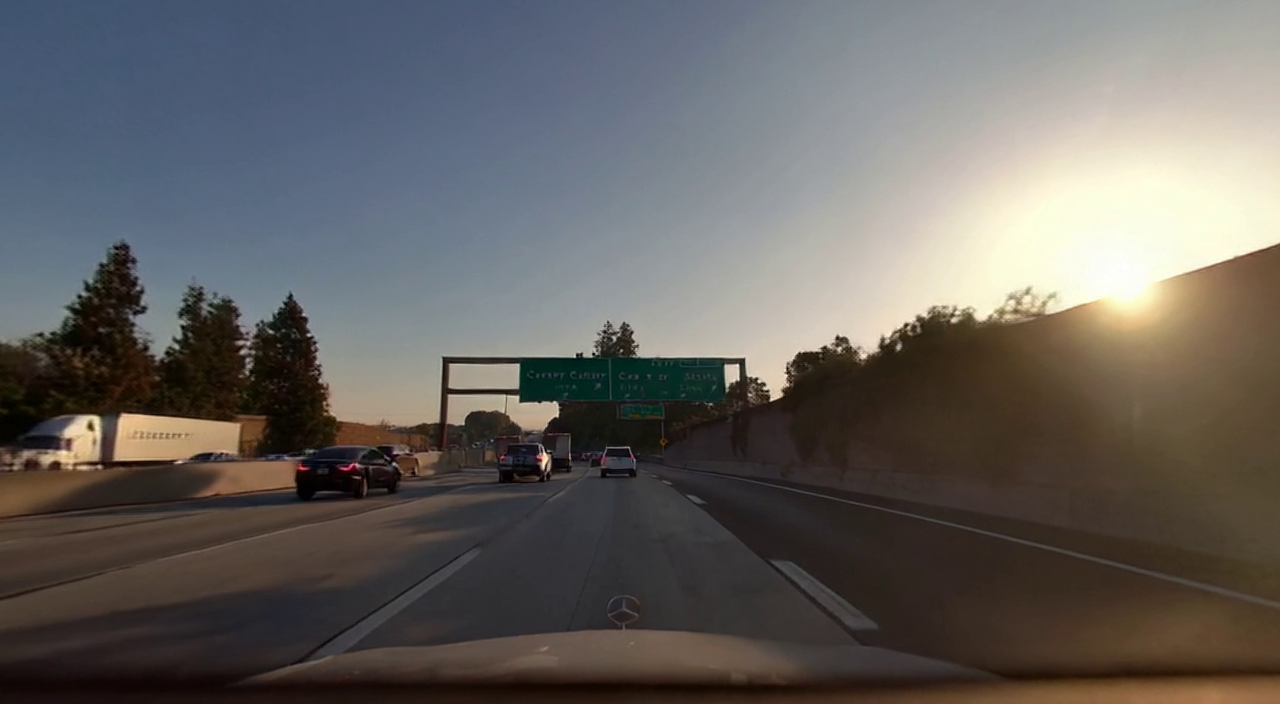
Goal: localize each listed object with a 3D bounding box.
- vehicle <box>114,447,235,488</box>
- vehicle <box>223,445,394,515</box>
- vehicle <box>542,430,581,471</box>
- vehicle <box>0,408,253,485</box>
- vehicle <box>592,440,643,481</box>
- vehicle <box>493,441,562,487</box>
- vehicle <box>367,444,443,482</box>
[{"bbox_3d":[-20.134,4.972,27.575,1.934,1.609,4.619,0,-8,-3],"label":"vehicle"},{"bbox_3d":[-7.998,3.074,15.791,1.896,1.465,4.399,0,-8,0],"label":"vehicle"},{"bbox_3d":[-5.530,7.017,45.102,2.279,2.672,5.256,0,-8,-2],"label":"vehicle"},{"bbox_3d":[-24.305,4.627,31.129,3.003,2.982,12.570,0,-8,-3],"label":"vehicle"},{"bbox_3d":[-1.026,4.753,28.026,2.092,1.671,3.772,0,-8,-3],"label":"vehicle"},{"bbox_3d":[-4.307,4.320,24.737,2.005,1.631,4.295,0,-8,-1],"label":"vehicle"},{"bbox_3d":[-11.998,5.674,32.650,2.079,1.807,5.187,0,-8,-2],"label":"vehicle"}]
